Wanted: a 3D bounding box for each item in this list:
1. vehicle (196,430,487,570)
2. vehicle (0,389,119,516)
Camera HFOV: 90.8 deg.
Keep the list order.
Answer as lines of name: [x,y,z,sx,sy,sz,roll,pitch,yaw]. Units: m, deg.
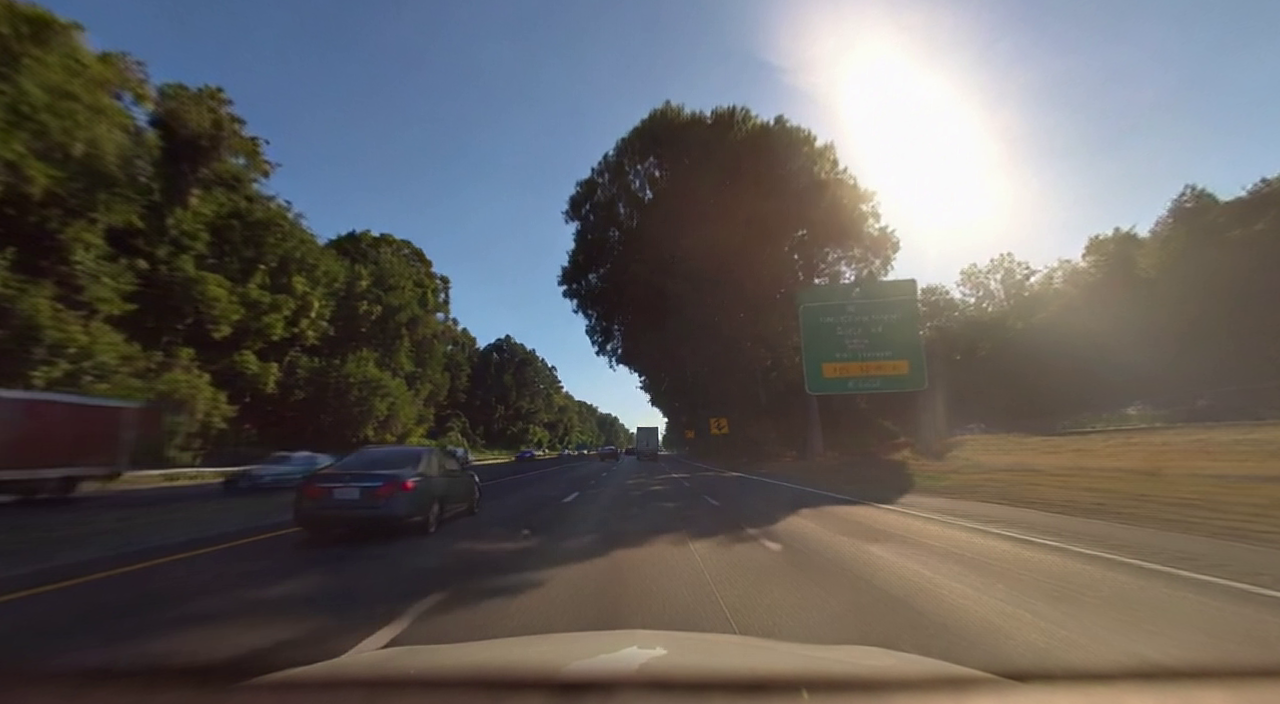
vehicle: [-3.870,2.006,9.334,2.027,1.519,4.578,0,-9,0]
vehicle: [-16.275,2.252,14.135,2.595,2.932,7.581,0,-9,1]
